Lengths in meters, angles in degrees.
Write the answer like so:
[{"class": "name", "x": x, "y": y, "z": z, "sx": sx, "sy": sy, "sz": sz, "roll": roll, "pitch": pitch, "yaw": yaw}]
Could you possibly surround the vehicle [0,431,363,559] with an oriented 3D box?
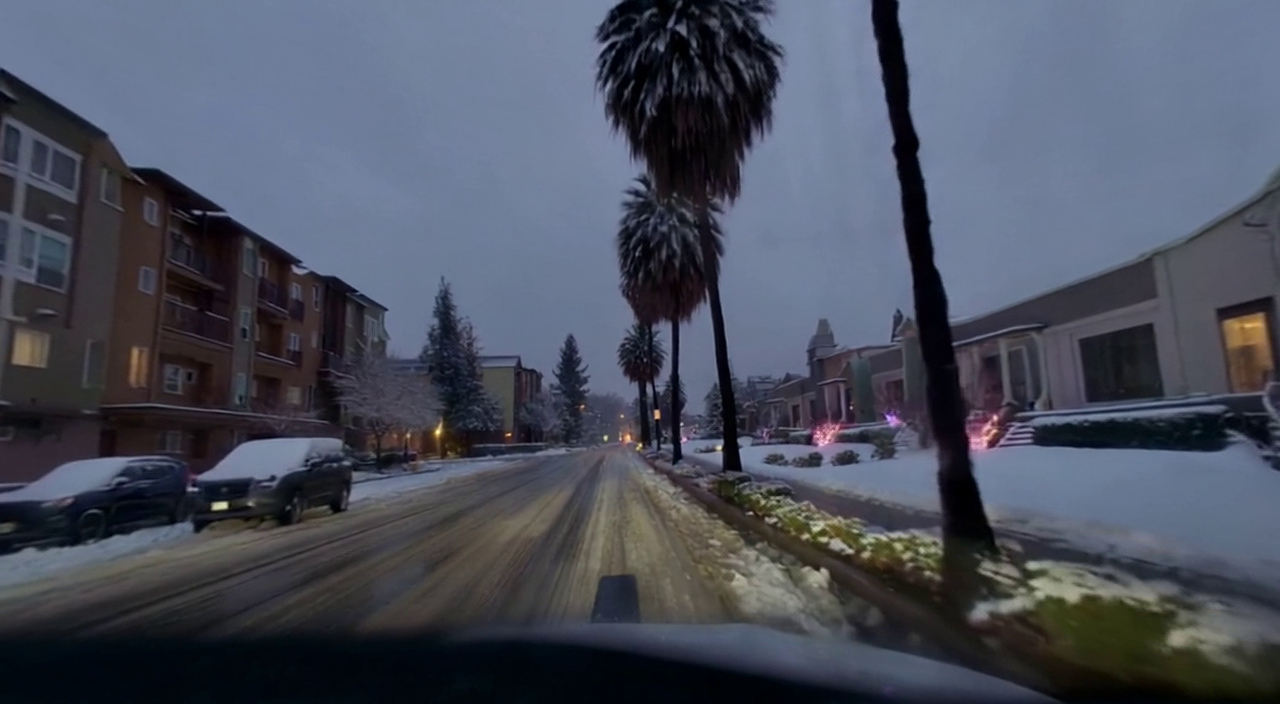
[{"class": "vehicle", "x": -7.187, "y": 2.147, "z": 9.955, "sx": 4.803, "sy": 1.520, "sz": 1.894, "roll": -2, "pitch": -7, "yaw": -6}]
